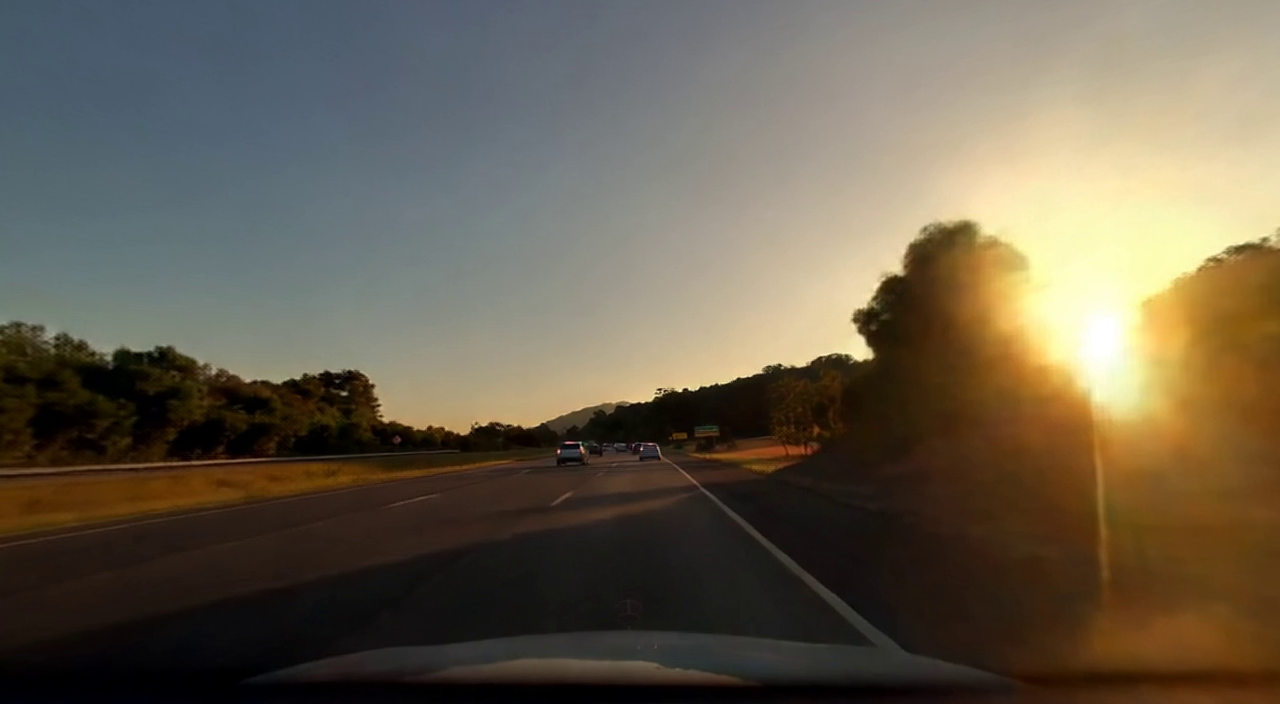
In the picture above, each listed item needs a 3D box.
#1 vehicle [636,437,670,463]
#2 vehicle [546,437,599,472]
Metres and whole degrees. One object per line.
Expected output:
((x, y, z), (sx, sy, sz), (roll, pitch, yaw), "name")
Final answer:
((0.889, 6.849, 44.043), (2.259, 1.697, 4.106), (0, -8, 1), "vehicle")
((-3.323, 5.168, 31.965), (2.028, 1.634, 4.441), (0, -8, 2), "vehicle")
